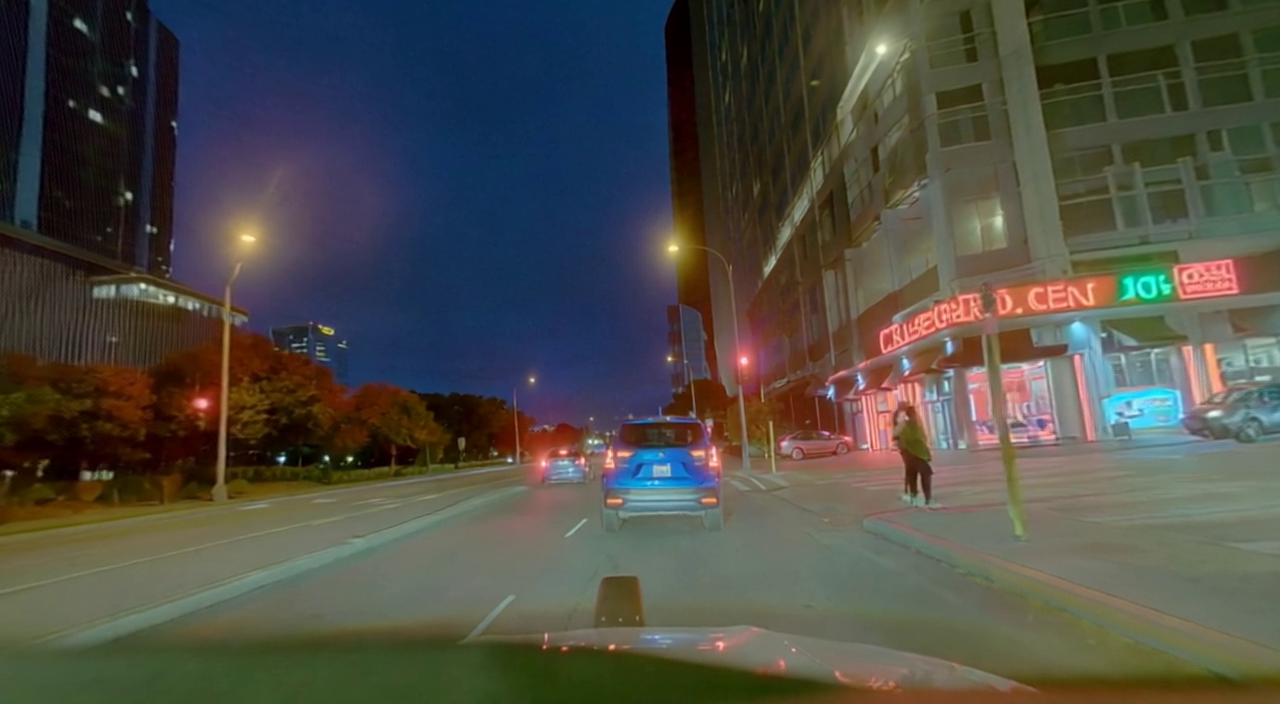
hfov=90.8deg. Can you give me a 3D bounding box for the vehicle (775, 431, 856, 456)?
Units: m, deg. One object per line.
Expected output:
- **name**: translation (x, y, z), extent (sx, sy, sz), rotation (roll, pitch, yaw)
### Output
- **vehicle**: translation (10.770, 5.649, 39.038), extent (4.426, 1.490, 1.862), rotation (-1, -8, 3)

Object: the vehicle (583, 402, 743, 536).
- **vehicle**: translation (0.354, 2.092, 11.840), extent (2.352, 1.953, 4.796), rotation (0, -8, 0)

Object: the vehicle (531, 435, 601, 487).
- **vehicle**: translation (-2.638, 3.997, 23.453), extent (2.023, 1.702, 4.152), rotation (-1, -8, 1)

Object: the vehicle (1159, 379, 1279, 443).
- **vehicle**: translation (16.902, 1.588, 16.705), extent (4.474, 1.583, 1.970), rotation (-1, -8, 2)
